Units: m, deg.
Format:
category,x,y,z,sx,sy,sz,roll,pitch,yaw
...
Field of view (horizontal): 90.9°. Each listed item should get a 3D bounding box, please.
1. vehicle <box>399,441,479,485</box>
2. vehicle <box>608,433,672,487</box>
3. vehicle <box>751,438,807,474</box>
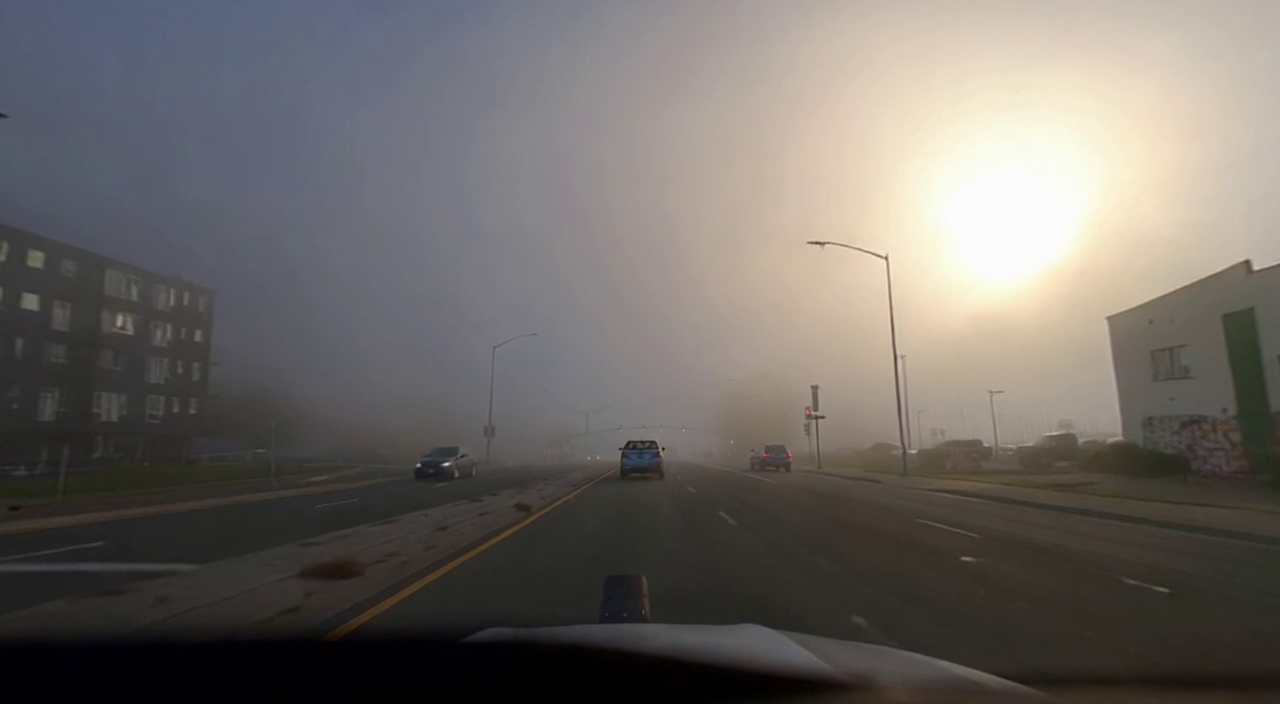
category,x,y,z,sx,sy,sz,roll,pitch,yaw
vehicle,-8.840,4.896,28.154,1.979,1.794,4.264,-1,-8,3
vehicle,0.048,3.990,23.634,2.160,1.786,4.702,0,-8,1
vehicle,7.084,5.324,32.500,1.952,1.749,4.311,0,-8,1
